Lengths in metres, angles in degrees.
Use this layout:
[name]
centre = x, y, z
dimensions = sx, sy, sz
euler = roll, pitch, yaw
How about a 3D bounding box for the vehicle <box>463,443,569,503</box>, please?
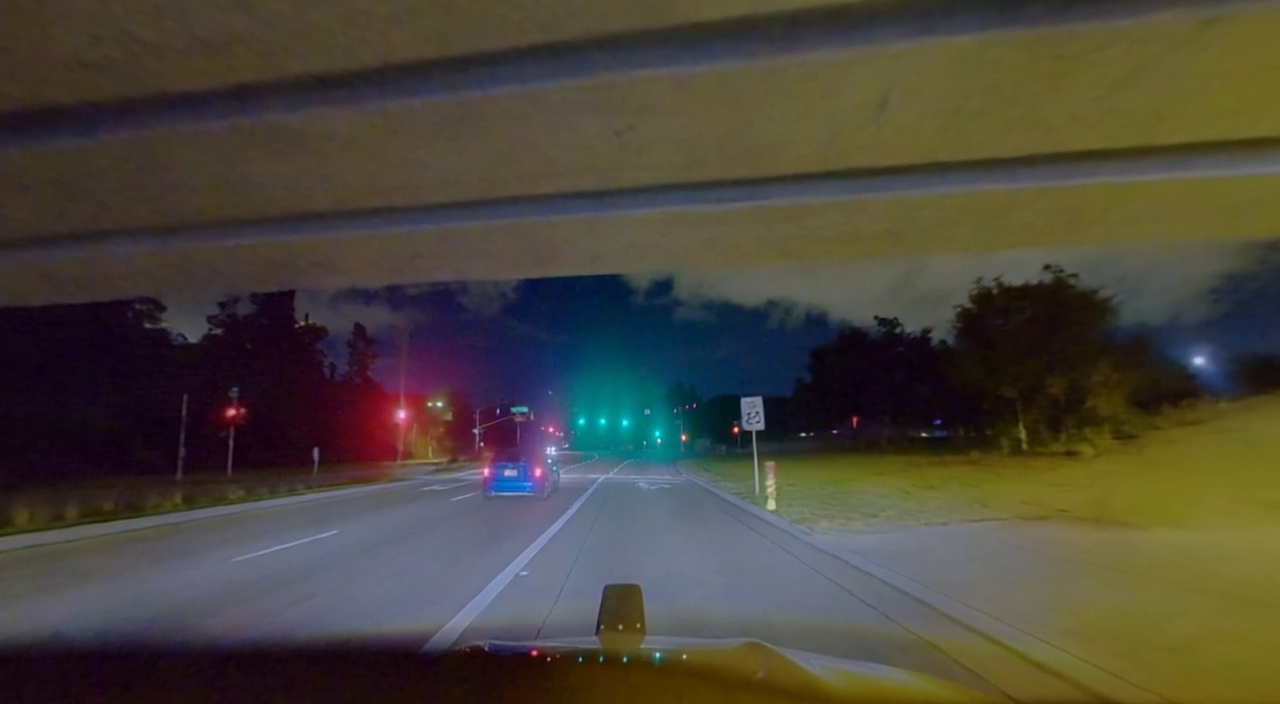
[vehicle]
centre = -3.298, 3.334, 17.762
dimensions = 1.963, 1.460, 4.614
euler = 0, -9, 1
